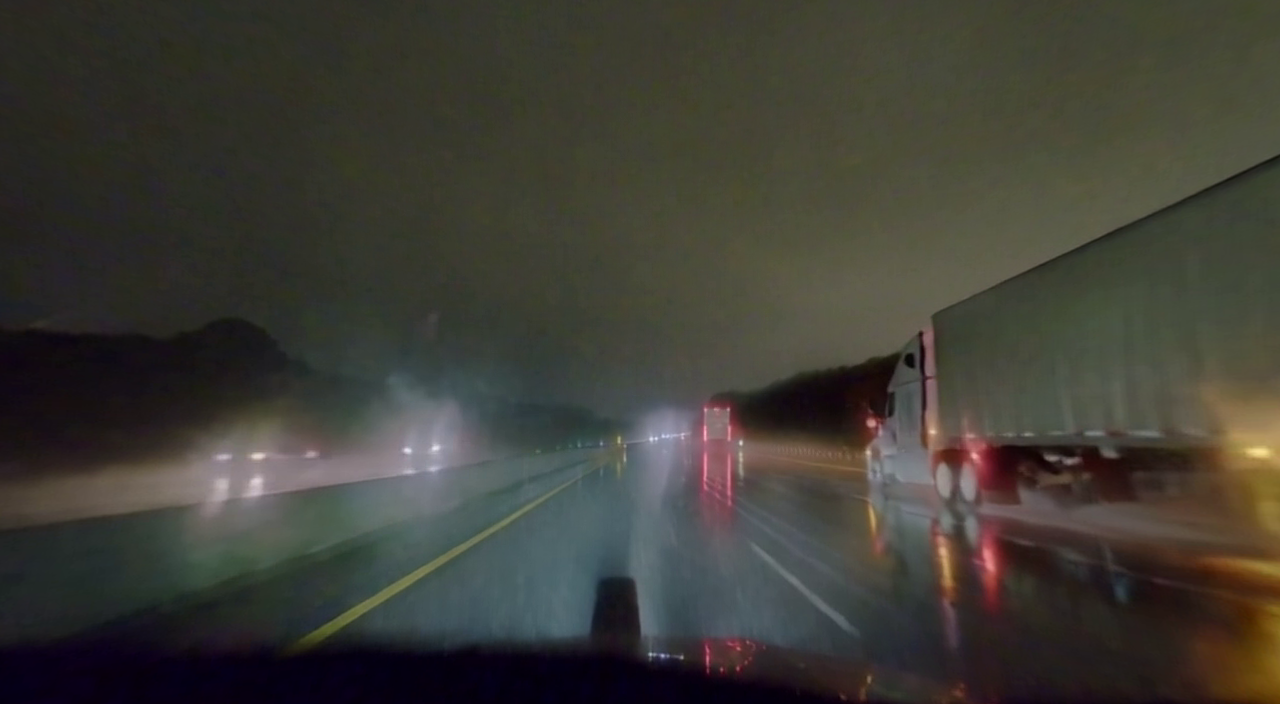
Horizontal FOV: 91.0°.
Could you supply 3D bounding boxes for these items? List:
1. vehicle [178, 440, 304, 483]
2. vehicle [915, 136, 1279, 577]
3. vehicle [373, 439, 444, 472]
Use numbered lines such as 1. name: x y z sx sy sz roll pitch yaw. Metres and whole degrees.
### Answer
1. vehicle: -15.793 4.333 25.287 2.008 1.527 4.664 0 -8 0
2. vehicle: 7.414 0.099 6.299 2.885 4.075 13.981 0 -8 0
3. vehicle: -11.899 5.324 32.669 1.934 1.528 4.329 -1 -8 1
